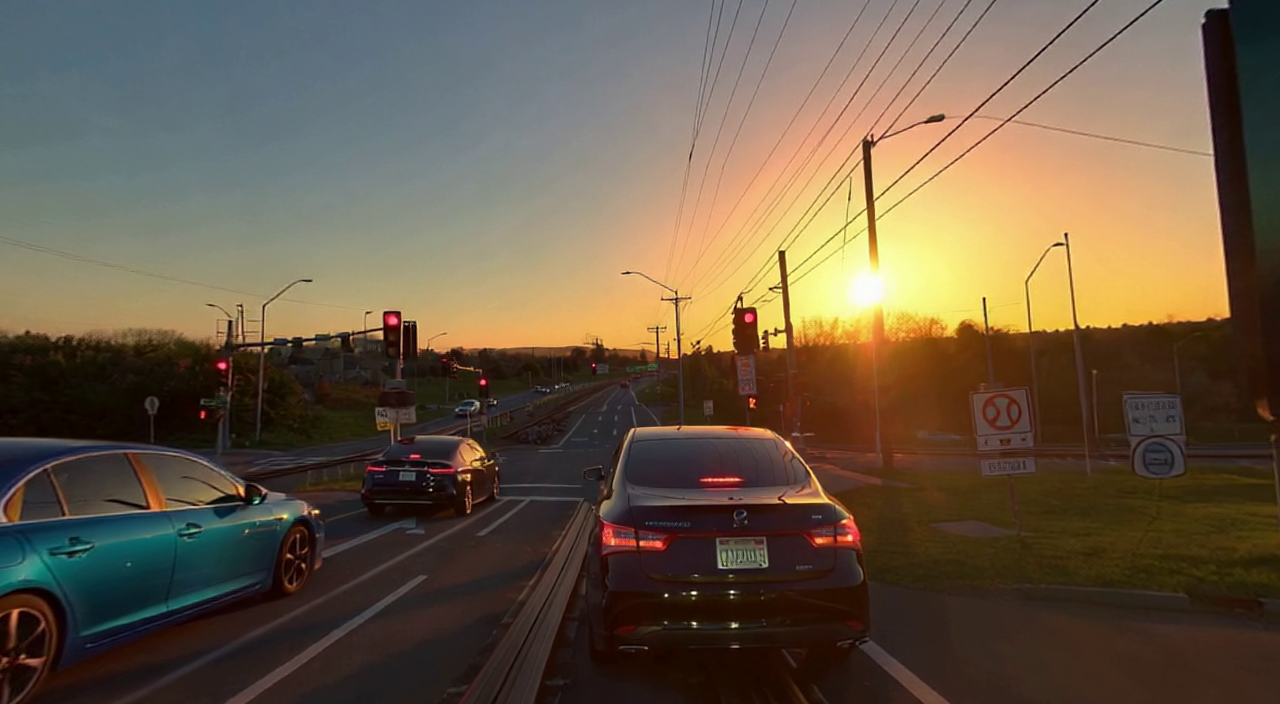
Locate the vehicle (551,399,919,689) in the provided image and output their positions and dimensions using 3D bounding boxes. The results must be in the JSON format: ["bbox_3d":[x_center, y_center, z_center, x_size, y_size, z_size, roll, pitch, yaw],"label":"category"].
[{"bbox_3d":[0.408,1.323,5.456,1.998,1.529,3.960,1,-9,-3],"label":"vehicle"}]

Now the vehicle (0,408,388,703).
[{"bbox_3d":[-3.709,1.252,4.490,1.956,1.468,4.585,0,-8,0],"label":"vehicle"}]

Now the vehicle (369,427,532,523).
[{"bbox_3d":[-3.349,2.254,12.087,1.984,1.505,4.047,0,-9,-2],"label":"vehicle"}]
